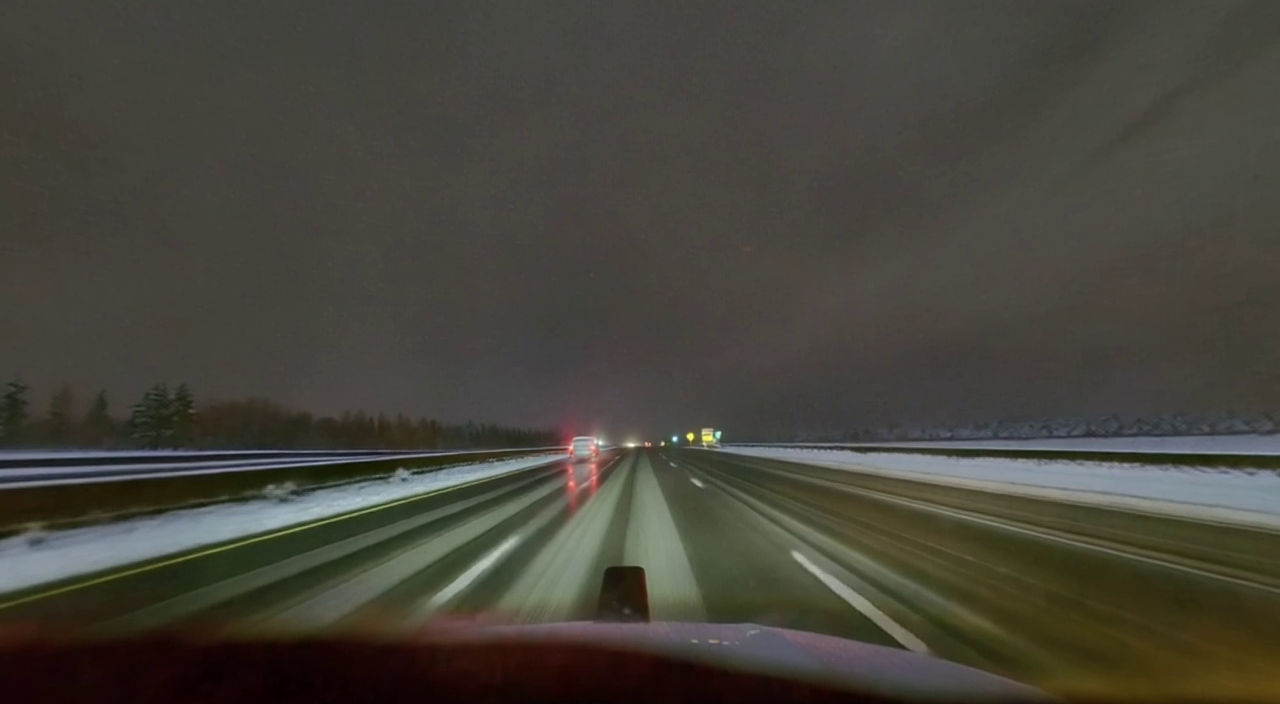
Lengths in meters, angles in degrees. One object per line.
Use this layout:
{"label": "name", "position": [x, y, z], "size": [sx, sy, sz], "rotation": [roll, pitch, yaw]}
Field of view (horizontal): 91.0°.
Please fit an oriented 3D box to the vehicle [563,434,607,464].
{"label": "vehicle", "position": [-3.199, 5.804, 37.794], "size": [2.189, 1.707, 4.692], "rotation": [0, -8, 0]}
